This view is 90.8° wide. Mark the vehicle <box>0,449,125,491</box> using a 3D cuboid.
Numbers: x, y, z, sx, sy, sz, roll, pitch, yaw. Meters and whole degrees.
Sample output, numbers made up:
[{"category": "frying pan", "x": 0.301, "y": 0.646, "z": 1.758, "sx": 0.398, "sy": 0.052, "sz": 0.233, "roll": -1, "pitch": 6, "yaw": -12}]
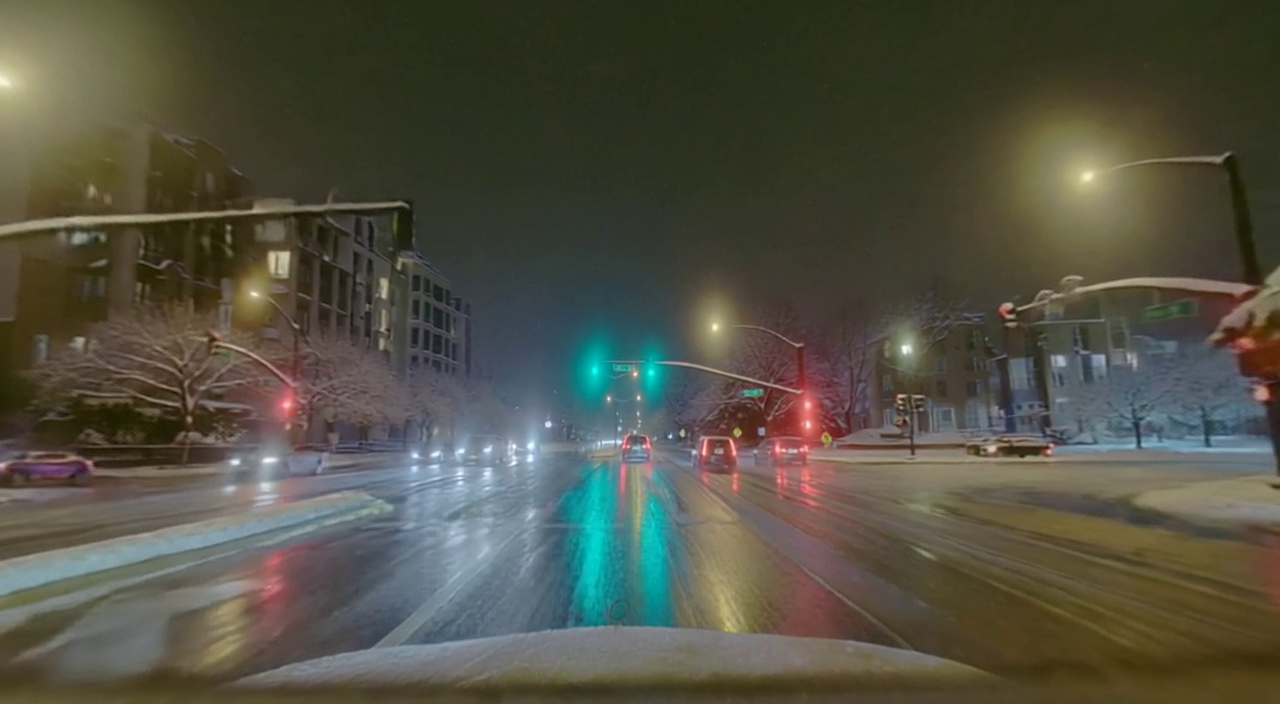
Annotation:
[{"category": "vehicle", "x": -23.502, "y": 4.587, "z": 24.846, "sx": 4.751, "sy": 1.501, "sz": 2.147, "roll": -1, "pitch": -8, "yaw": 5}]

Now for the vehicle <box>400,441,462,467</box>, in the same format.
[{"category": "vehicle", "x": -12.344, "y": 6.049, "z": 37.660, "sx": 2.181, "sy": 1.440, "sz": 4.253, "roll": 0, "pitch": -8, "yaw": 1}]

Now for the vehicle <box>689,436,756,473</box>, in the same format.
[{"category": "vehicle", "x": 3.534, "y": 4.475, "z": 27.901, "sx": 2.226, "sy": 1.490, "sz": 4.593, "roll": 0, "pitch": -8, "yaw": -2}]

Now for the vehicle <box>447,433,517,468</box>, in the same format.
[{"category": "vehicle", "x": -8.538, "y": 5.389, "z": 34.675, "sx": 2.590, "sy": 1.769, "sz": 4.827, "roll": 0, "pitch": -8, "yaw": 1}]

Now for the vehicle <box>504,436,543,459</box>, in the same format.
[{"category": "vehicle", "x": -8.995, "y": 7.444, "z": 49.269, "sx": 2.160, "sy": 1.689, "sz": 4.451, "roll": 0, "pitch": -8, "yaw": 1}]

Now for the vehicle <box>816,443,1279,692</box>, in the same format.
[{"category": "vehicle", "x": 3.286, "y": 1.503, "z": 5.707, "sx": 2.080, "sy": 1.321, "sz": 4.382, "roll": 0, "pitch": -8, "yaw": -1}]

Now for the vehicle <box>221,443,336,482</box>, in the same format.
[{"category": "vehicle", "x": -15.359, "y": 4.679, "z": 27.201, "sx": 2.144, "sy": 1.463, "sz": 4.701, "roll": 0, "pitch": -8, "yaw": 1}]

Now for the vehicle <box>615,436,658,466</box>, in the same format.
[{"category": "vehicle", "x": -0.181, "y": 5.244, "z": 33.556, "sx": 2.143, "sy": 1.480, "sz": 4.006, "roll": 0, "pitch": -8, "yaw": -1}]

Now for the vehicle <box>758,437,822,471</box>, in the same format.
[{"category": "vehicle", "x": 7.046, "y": 4.815, "z": 30.183, "sx": 1.861, "sy": 1.473, "sz": 4.393, "roll": 0, "pitch": -8, "yaw": -2}]
